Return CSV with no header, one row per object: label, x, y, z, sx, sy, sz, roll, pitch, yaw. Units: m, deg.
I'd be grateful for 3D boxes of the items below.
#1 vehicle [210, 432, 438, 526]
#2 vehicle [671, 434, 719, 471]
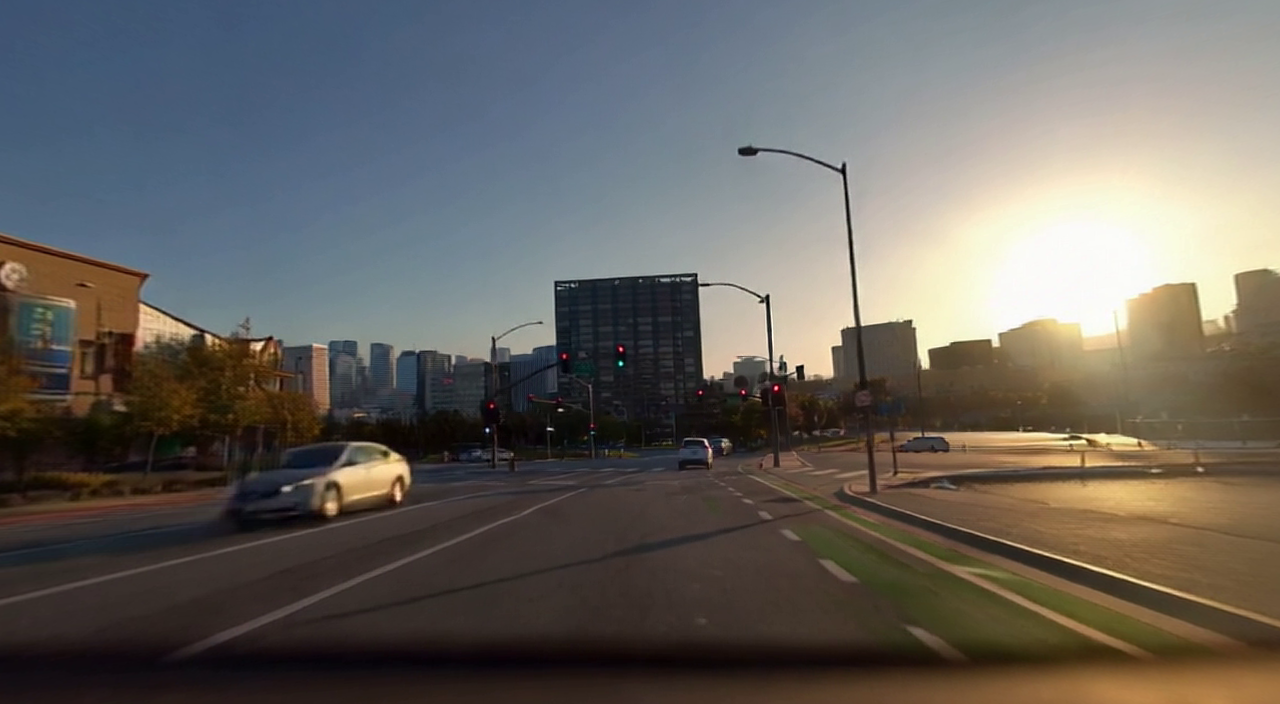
vehicle,-6.628,2.697,14.138,2.183,1.699,4.974,-1,-8,5
vehicle,2.982,5.314,33.640,2.230,1.827,4.298,-1,-9,9
